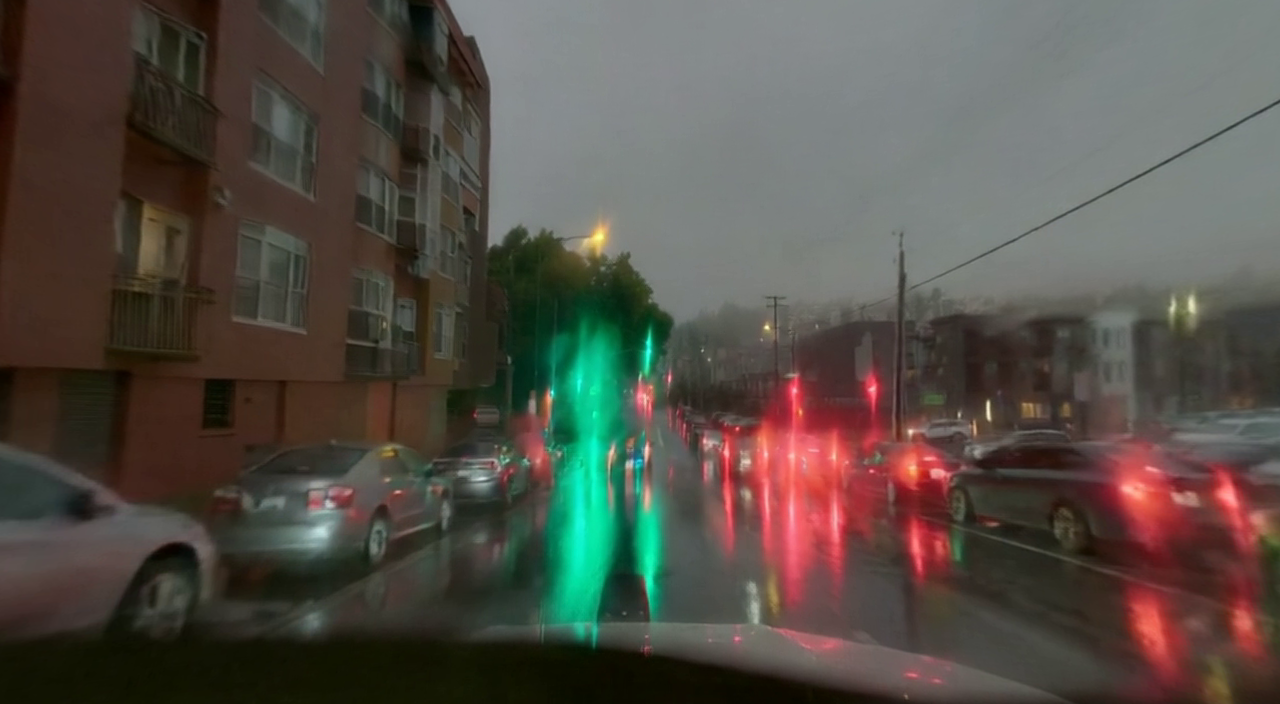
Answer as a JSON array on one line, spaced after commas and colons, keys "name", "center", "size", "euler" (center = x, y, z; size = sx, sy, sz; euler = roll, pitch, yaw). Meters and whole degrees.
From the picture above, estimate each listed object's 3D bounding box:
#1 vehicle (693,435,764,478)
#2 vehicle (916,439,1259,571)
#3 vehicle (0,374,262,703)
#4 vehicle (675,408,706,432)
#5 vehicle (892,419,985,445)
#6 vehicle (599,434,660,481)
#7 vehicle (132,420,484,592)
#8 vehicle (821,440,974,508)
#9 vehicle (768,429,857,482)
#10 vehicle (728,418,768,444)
[{"name": "vehicle", "center": [3.231, 3.924, 23.982], "size": [2.055, 1.450, 4.676], "euler": [0, -9, 1]}, {"name": "vehicle", "center": [6.102, 2.086, 9.469], "size": [1.938, 1.487, 4.371], "euler": [0, -9, 0]}, {"name": "vehicle", "center": [-3.736, 0.909, 2.611], "size": [1.831, 1.650, 3.852], "euler": [0, -9, 2]}, {"name": "vehicle", "center": [3.817, 5.268, 48.503], "size": [2.093, 1.655, 4.327], "euler": [0, -9, 1]}, {"name": "vehicle", "center": [18.460, 4.999, 39.175], "size": [4.738, 1.537, 1.960], "euler": [-1, -9, 3]}, {"name": "vehicle", "center": [-0.306, 3.611, 21.724], "size": [1.923, 1.460, 3.923], "euler": [0, -9, 1]}, {"name": "vehicle", "center": [-3.471, 1.689, 7.807], "size": [1.869, 1.491, 4.458], "euler": [0, -9, 1]}, {"name": "vehicle", "center": [6.191, 2.966, 15.828], "size": [1.962, 1.438, 4.440], "euler": [0, -9, 0]}, {"name": "vehicle", "center": [6.184, 3.773, 23.189], "size": [1.999, 1.752, 4.502], "euler": [0, -9, 1]}, {"name": "vehicle", "center": [6.581, 4.889, 38.762], "size": [1.815, 1.519, 3.491], "euler": [0, -9, 0]}]
